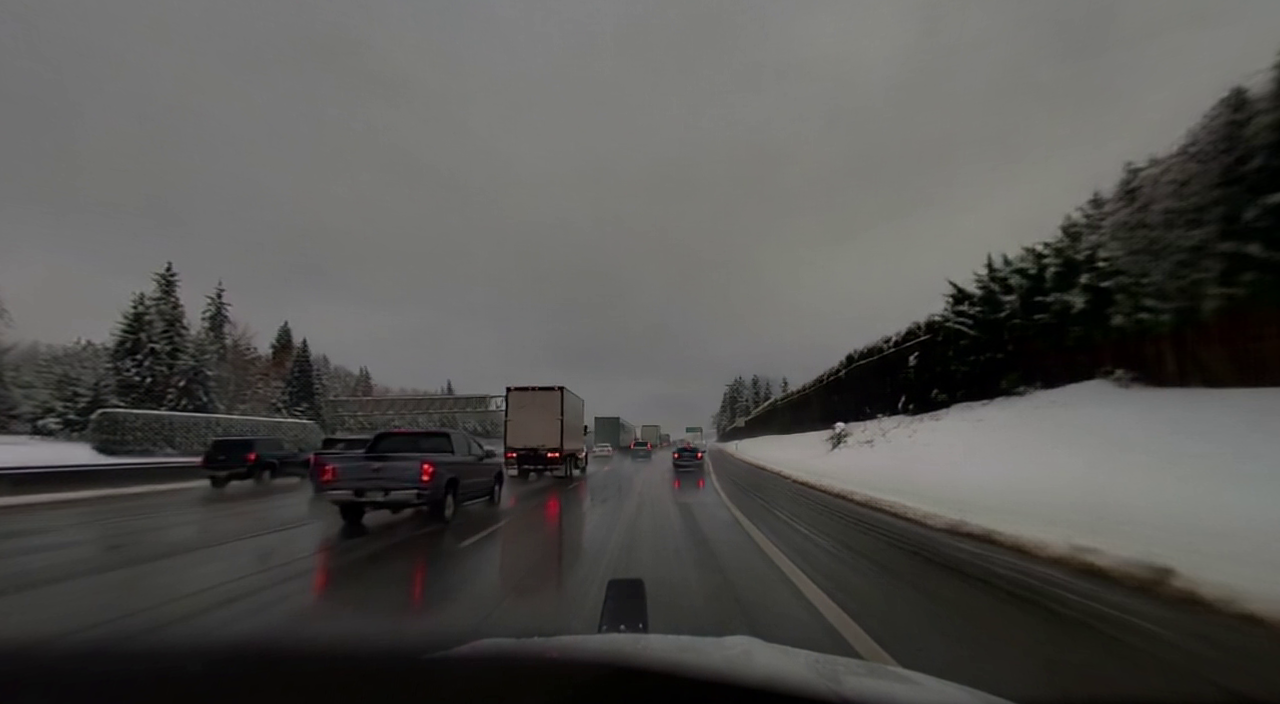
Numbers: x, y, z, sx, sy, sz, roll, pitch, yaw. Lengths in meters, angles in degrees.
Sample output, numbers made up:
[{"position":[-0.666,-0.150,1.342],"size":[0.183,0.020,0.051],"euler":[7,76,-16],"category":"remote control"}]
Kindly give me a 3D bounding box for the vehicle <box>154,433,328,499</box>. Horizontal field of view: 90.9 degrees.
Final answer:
[{"position":[-11.615,3.332,18.872],"size":[2.073,1.722,4.664],"euler":[0,-8,1],"category":"vehicle"}]

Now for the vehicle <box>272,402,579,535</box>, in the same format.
[{"position":[-3.899,2.831,16.870],"size":[3.050,1.964,15.030],"euler":[0,-8,0],"category":"vehicle"}]

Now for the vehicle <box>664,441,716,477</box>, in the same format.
[{"position":[2.204,4.793,28.550],"size":[2.176,1.493,3.955],"euler":[-1,-8,3],"category":"vehicle"}]

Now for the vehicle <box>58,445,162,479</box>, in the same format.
[{"position":[-25.496,5.285,30.514],"size":[1.730,1.525,3.746],"euler":[0,-8,1],"category":"vehicle"}]
